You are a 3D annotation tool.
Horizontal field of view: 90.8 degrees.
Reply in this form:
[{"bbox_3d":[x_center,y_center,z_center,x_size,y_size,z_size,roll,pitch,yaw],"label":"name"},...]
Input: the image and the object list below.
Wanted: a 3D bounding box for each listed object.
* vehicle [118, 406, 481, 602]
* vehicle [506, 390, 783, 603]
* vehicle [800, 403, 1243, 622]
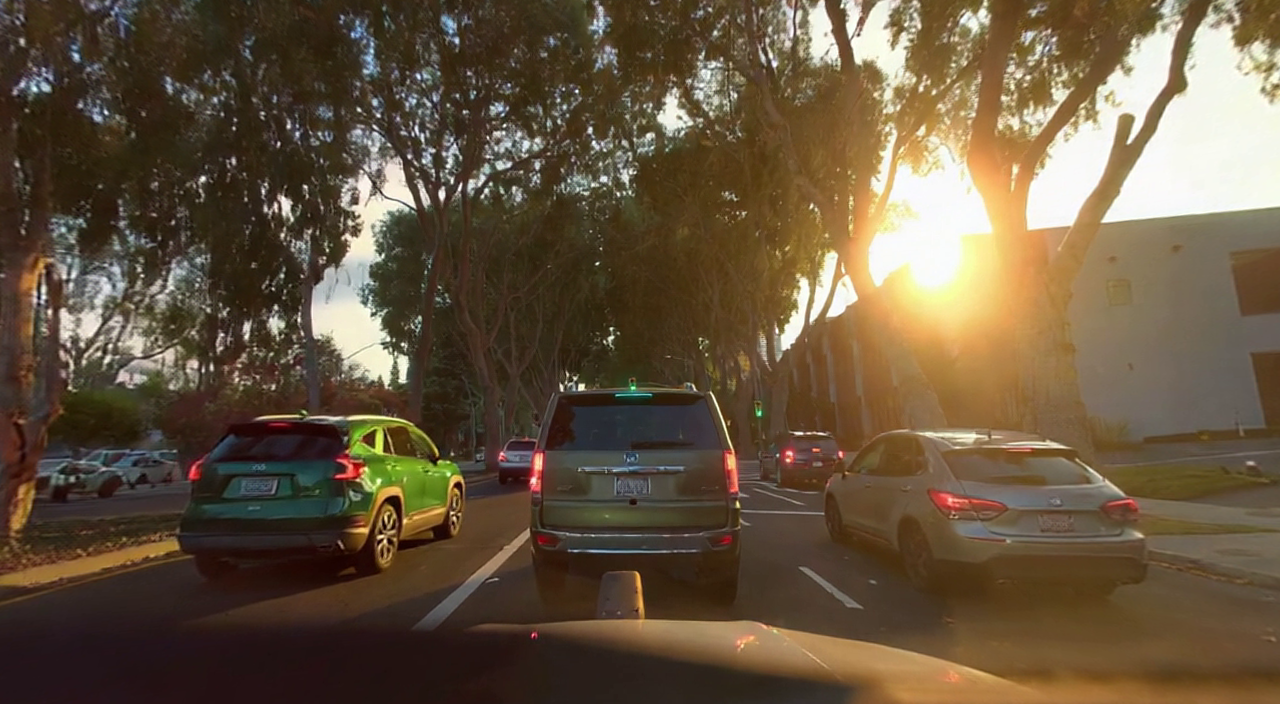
[{"bbox_3d":[-3.378,1.579,7.400,1.961,1.639,4.064,0,-9,0],"label":"vehicle"},{"bbox_3d":[0.017,1.488,7.252,2.294,1.761,3.857,0,-9,-1],"label":"vehicle"},{"bbox_3d":[3.475,1.552,7.055,2.202,1.657,4.298,0,-9,-1],"label":"vehicle"}]
